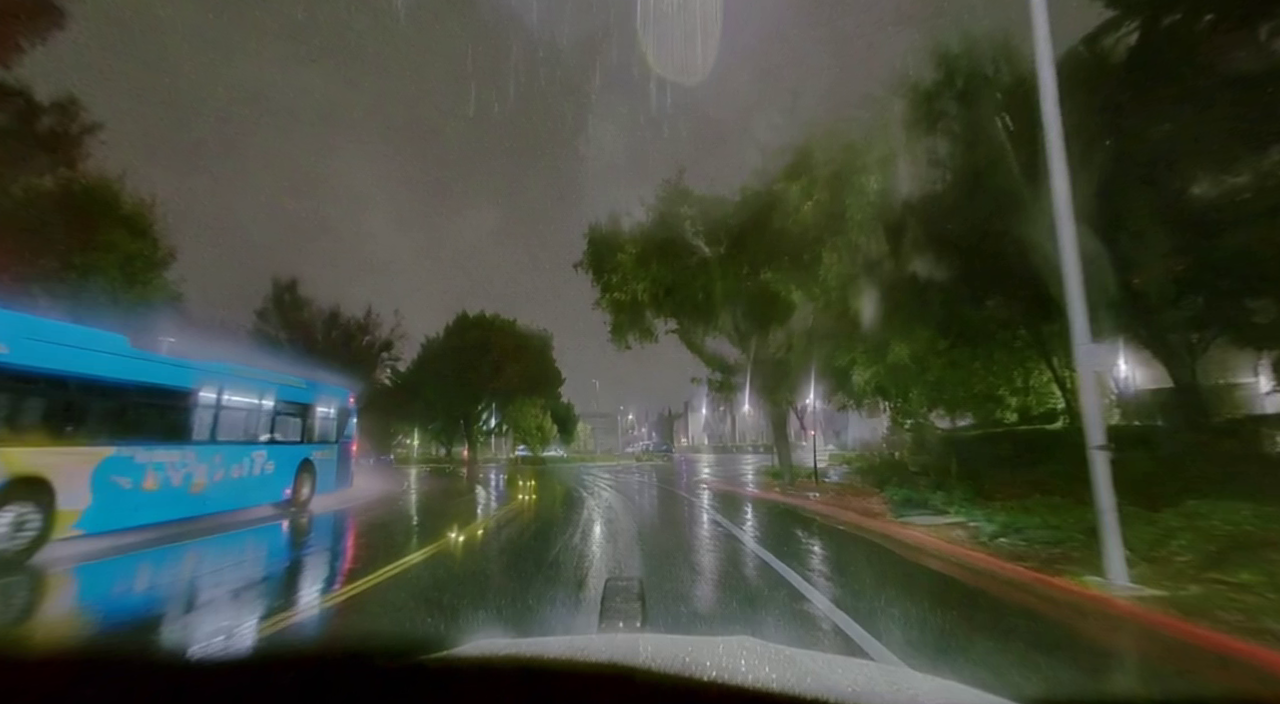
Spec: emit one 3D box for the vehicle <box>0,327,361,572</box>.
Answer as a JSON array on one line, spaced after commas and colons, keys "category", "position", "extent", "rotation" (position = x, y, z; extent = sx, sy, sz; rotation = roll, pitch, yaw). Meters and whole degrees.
[{"category": "vehicle", "position": [-8.603, 1.776, 11.922], "extent": [2.886, 2.994, 8.380], "rotation": [0, -8, 0]}]
